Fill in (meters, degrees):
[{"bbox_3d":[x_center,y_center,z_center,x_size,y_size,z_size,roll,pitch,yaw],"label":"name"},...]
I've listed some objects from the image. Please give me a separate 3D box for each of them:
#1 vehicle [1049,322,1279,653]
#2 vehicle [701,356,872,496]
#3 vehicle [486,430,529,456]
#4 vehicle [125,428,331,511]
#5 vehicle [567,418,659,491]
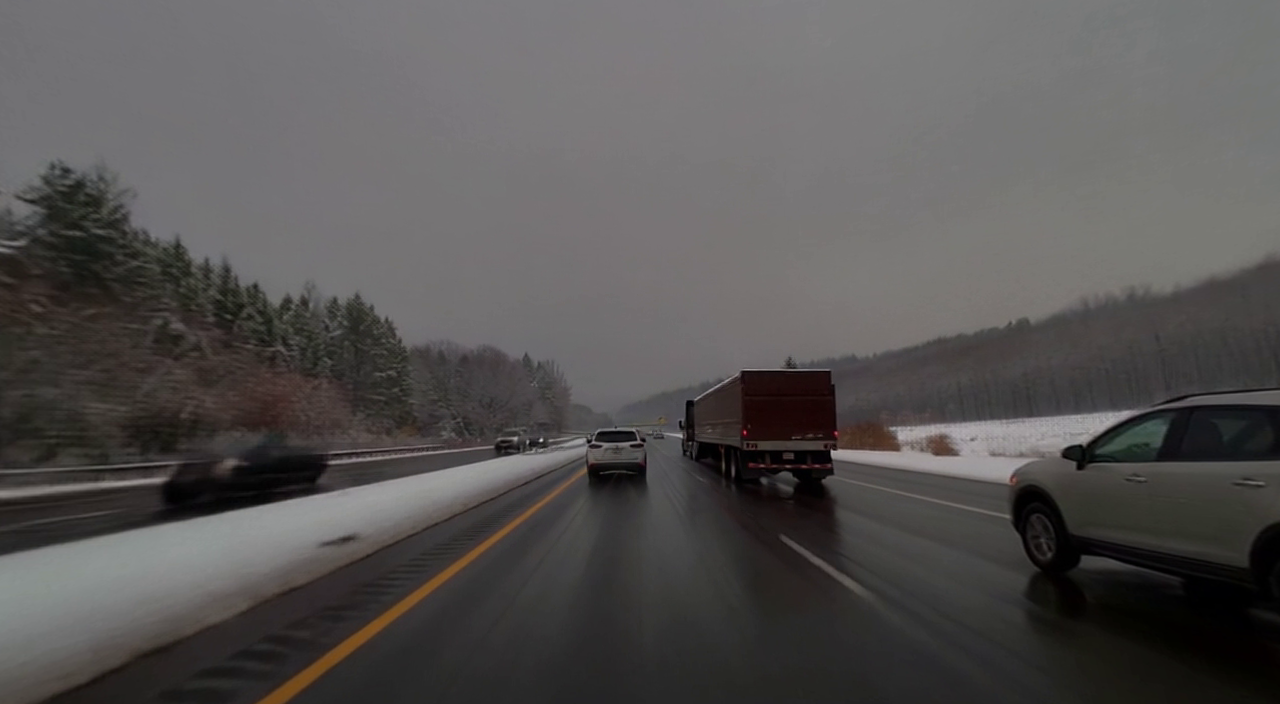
[{"bbox_3d":[4.719,0.785,3.648,2.011,1.905,3.905,0,-7,0],"label":"vehicle"},{"bbox_3d":[3.562,2.126,17.867,2.723,3.027,8.478,0,-7,-1],"label":"vehicle"},{"bbox_3d":[-9.273,6.384,44.394,2.012,1.703,4.298,0,-7,1],"label":"vehicle"},{"bbox_3d":[-8.923,2.529,14.185,1.911,1.570,4.036,0,-7,0],"label":"vehicle"},{"bbox_3d":[-0.632,2.592,16.398,2.082,1.638,4.055,0,-7,0],"label":"vehicle"}]
